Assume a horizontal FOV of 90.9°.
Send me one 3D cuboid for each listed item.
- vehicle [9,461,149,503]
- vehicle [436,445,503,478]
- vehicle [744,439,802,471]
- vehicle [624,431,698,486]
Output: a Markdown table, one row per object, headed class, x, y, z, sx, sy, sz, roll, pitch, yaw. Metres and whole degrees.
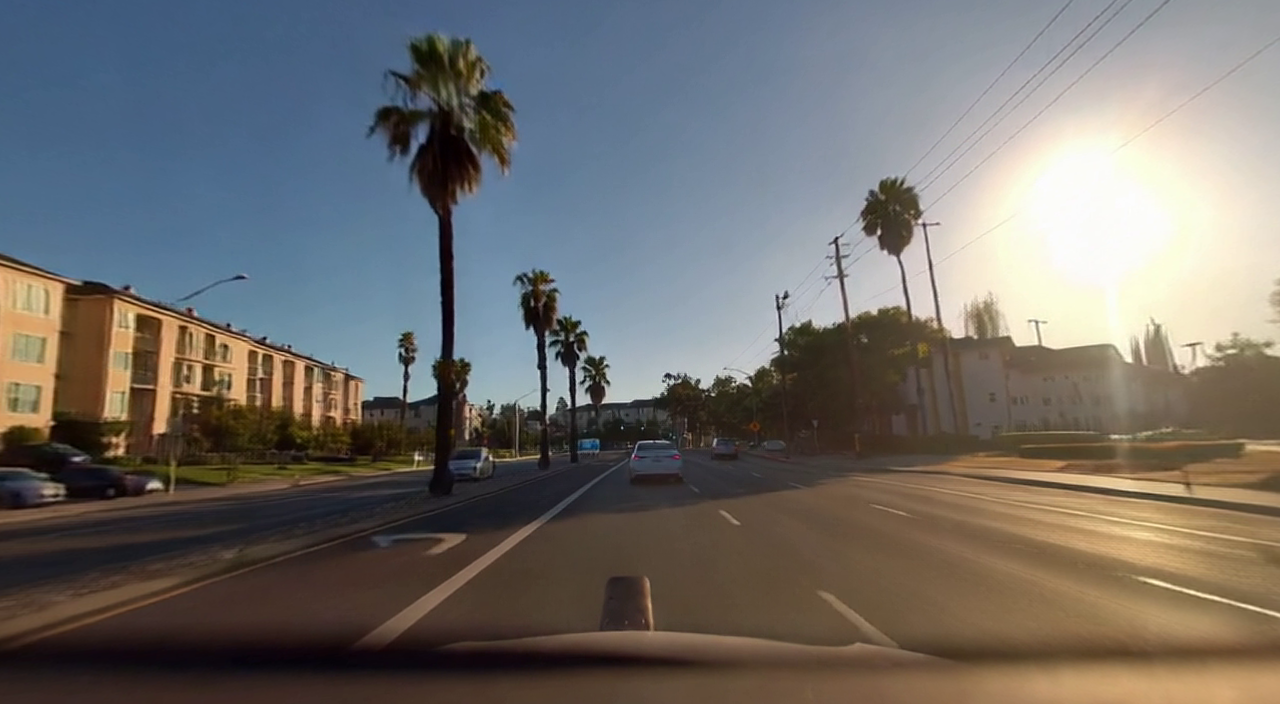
| class | x | y | z | sx | sy | sz | roll | pitch | yaw |
| --- | --- | --- | --- | --- | --- | --- | --- | --- | --- |
| vehicle | -23.492 | 5.421 | 26.668 | 1.834 | 1.499 | 4.346 | 0 | -8 | 1 |
| vehicle | -8.288 | 5.358 | 31.118 | 1.951 | 1.499 | 4.710 | 0 | -8 | 1 |
| vehicle | 6.595 | 5.162 | 31.746 | 1.897 | 1.477 | 4.360 | 0 | -8 | 0 |
| vehicle | 0.609 | 3.601 | 21.637 | 2.289 | 1.679 | 4.180 | 0 | -8 | -1 |
